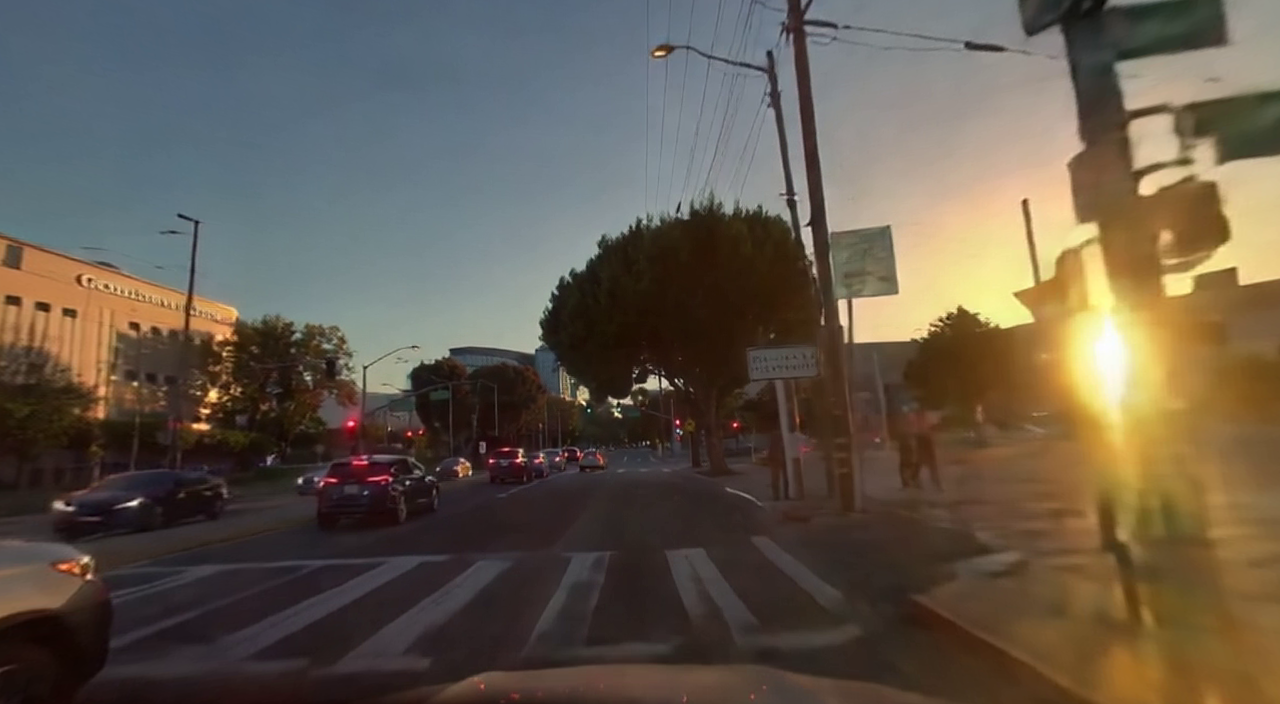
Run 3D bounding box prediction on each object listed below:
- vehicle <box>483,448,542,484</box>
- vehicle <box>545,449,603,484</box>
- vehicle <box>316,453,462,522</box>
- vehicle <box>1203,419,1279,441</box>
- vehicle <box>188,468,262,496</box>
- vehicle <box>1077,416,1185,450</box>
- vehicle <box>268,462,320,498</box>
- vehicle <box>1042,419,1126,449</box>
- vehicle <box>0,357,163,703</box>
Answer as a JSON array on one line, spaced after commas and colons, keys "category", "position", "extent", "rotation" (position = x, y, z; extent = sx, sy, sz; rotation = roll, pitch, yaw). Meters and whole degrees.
[{"category": "vehicle", "position": [-6.314, 5.667, 31.629], "extent": [2.012, 1.664, 3.917], "rotation": [-1, -8, 2]}, {"category": "vehicle", "position": [-3.044, 5.372, 29.927], "extent": [2.147, 1.472, 4.406], "rotation": [-1, -8, 2]}, {"category": "vehicle", "position": [-6.421, 3.486, 16.782], "extent": [1.960, 1.479, 4.654], "rotation": [-1, -8, 0]}, {"category": "vehicle", "position": [46.289, 6.051, 48.377], "extent": [1.731, 1.495, 4.286], "rotation": [-1, -8, -5]}, {"category": "vehicle", "position": [-26.839, 8.386, 40.713], "extent": [3.960, 1.600, 1.885], "rotation": [-3, -9, 19]}, {"category": "vehicle", "position": [27.779, 4.677, 35.867], "extent": [2.083, 1.668, 4.638], "rotation": [-1, -9, -5]}, {"category": "vehicle", "position": [-18.132, 6.680, 33.147], "extent": [1.964, 1.569, 4.256], "rotation": [3, -9, -24]}, {"category": "vehicle", "position": [24.965, 4.687, 35.543], "extent": [1.690, 1.559, 3.521], "rotation": [2, -10, -13]}, {"category": "vehicle", "position": [-3.278, 0.638, 0.615], "extent": [2.042, 1.673, 4.516], "rotation": [-1, -8, 0]}]
